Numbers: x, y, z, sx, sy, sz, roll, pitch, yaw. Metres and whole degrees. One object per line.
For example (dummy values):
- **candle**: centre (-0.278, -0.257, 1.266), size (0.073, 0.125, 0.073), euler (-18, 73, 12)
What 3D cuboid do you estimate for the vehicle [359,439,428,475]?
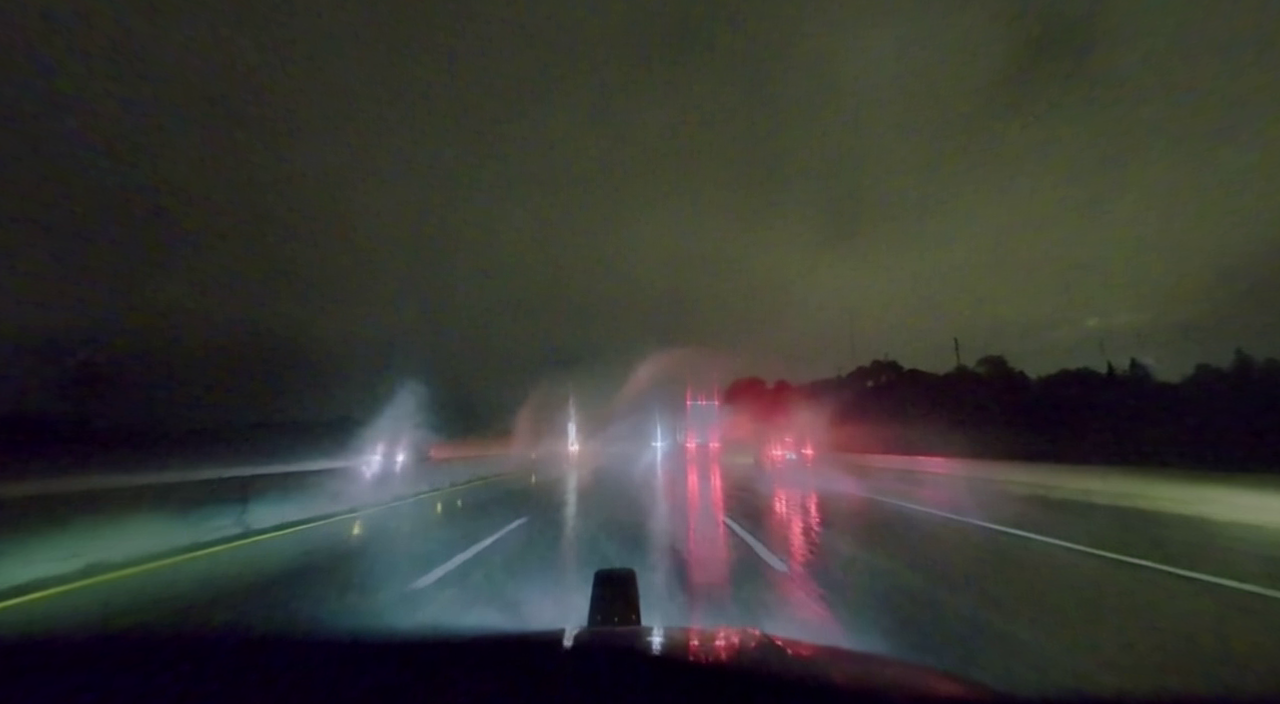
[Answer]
- **vehicle**: centre (-18.666, 7.924, 48.193), size (2.288, 2.531, 6.938), euler (-1, -8, 2)
